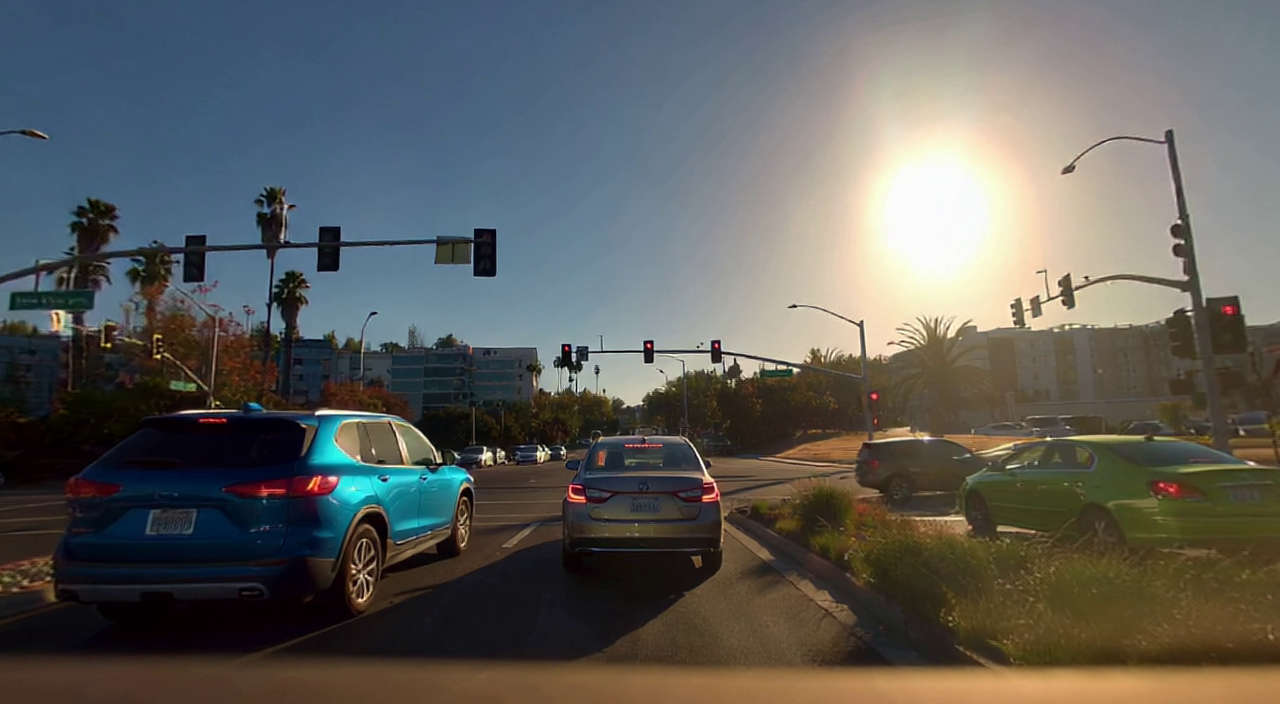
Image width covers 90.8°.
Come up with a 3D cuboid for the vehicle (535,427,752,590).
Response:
[{"bbox_3d":[0.001,1.704,7.722,1.942,1.445,3.973,0,-8,-1],"label":"vehicle"}]

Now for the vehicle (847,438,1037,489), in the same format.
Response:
[{"bbox_3d":[9.214,3.429,19.586,4.891,1.477,1.910,0,-8,0],"label":"vehicle"}]

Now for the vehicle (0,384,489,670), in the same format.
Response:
[{"bbox_3d":[-3.102,1.369,6.071,2.051,1.682,4.467,0,-8,2],"label":"vehicle"}]

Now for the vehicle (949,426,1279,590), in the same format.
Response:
[{"bbox_3d":[6.088,1.761,8.083,1.970,1.489,4.482,0,-8,-1],"label":"vehicle"}]

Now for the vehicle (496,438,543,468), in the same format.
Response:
[{"bbox_3d":[-7.935,6.689,42.028,2.130,1.810,4.450,-2,-8,2],"label":"vehicle"}]
